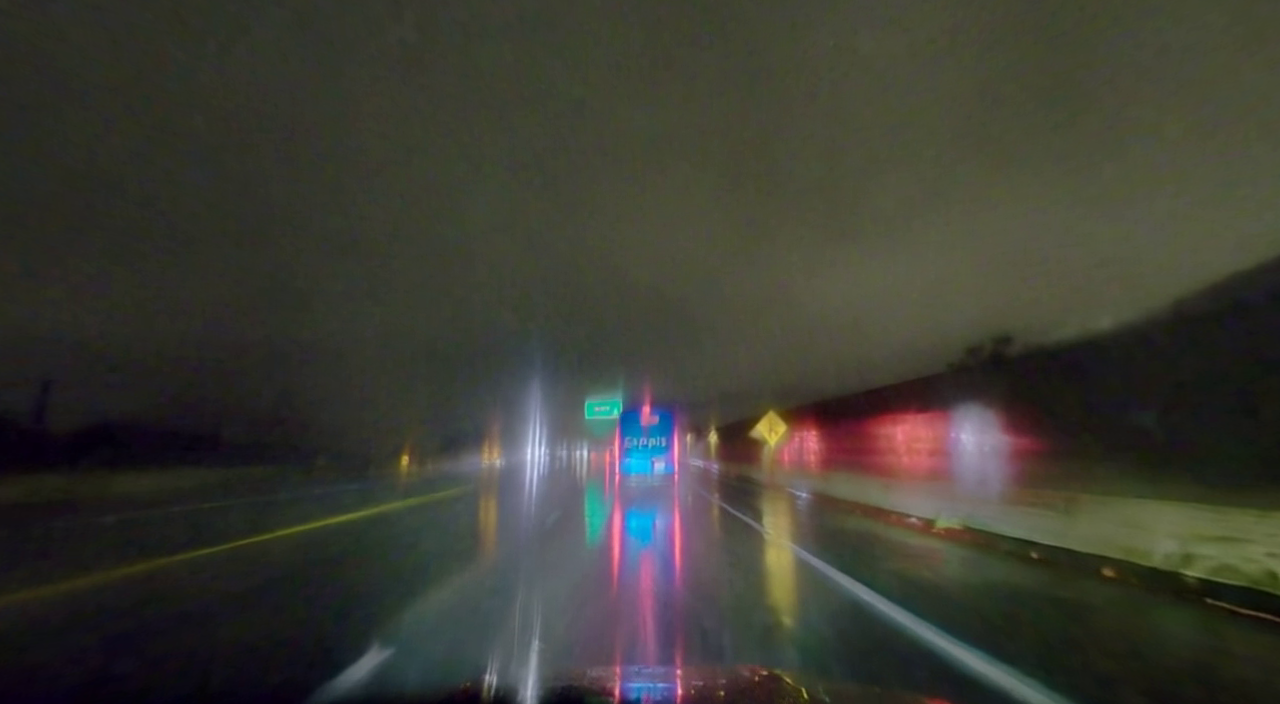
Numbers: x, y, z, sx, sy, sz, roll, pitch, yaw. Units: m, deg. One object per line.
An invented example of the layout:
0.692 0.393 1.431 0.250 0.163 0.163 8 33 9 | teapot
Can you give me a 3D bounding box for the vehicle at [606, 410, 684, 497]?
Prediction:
0.065 3.437 21.568 2.332 2.558 5.314 0 -9 -2 | vehicle
